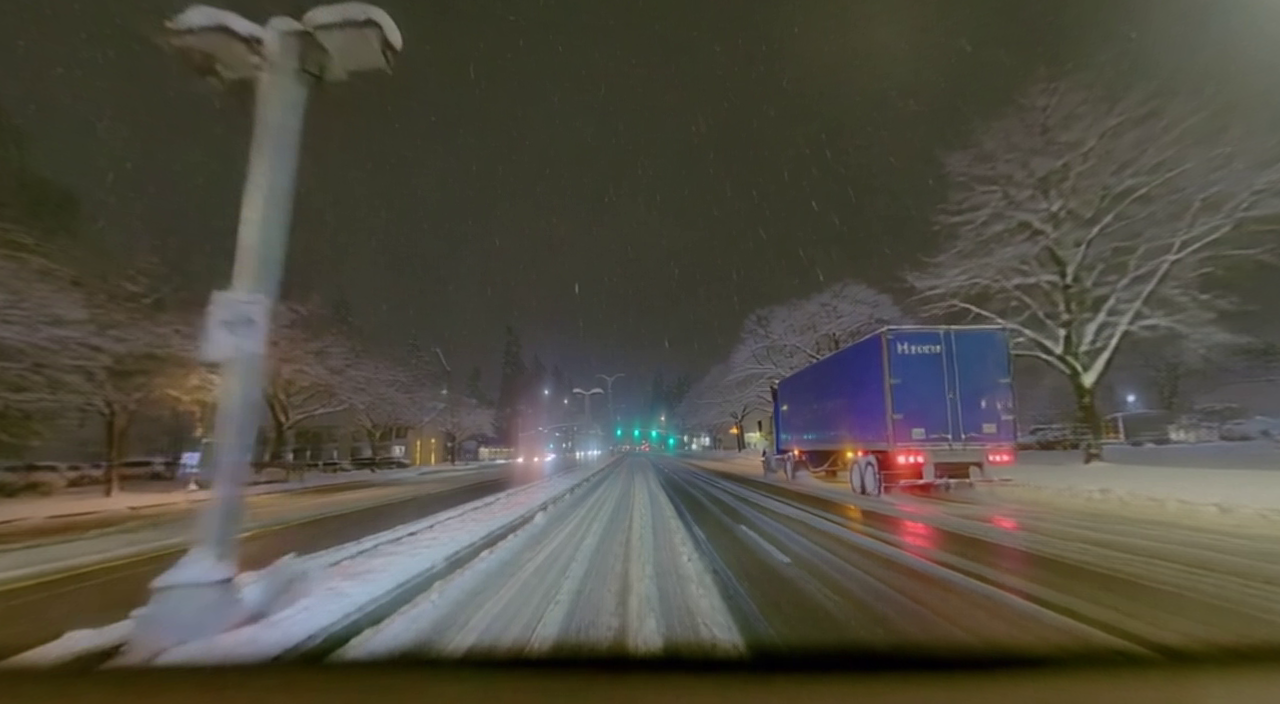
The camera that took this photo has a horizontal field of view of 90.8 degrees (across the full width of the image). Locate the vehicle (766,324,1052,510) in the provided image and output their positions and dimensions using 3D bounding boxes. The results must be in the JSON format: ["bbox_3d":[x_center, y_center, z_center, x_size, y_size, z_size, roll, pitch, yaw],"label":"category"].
[{"bbox_3d":[6.605,2.164,18.654,3.120,3.794,11.510,0,-9,-1],"label":"vehicle"}]

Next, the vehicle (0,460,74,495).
[{"bbox_3d":[-33.906,6.693,33.880,2.008,1.710,5.515,0,-9,0],"label":"vehicle"}]

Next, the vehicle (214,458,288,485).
[{"bbox_3d":[-27.930,8.573,45.617,2.037,1.764,5.556,0,-9,-4],"label":"vehicle"}]

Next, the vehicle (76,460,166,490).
[{"bbox_3d":[-33.931,8.047,41.498,1.963,1.756,4.606,0,-9,0],"label":"vehicle"}]

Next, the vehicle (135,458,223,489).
[{"bbox_3d":[-30.313,7.965,41.769,1.995,1.773,4.984,-4,-10,1],"label":"vehicle"}]

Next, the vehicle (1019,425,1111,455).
[{"bbox_3d":[32.401,6.716,48.318,5.310,2.217,2.276,0,-8,2],"label":"vehicle"}]
